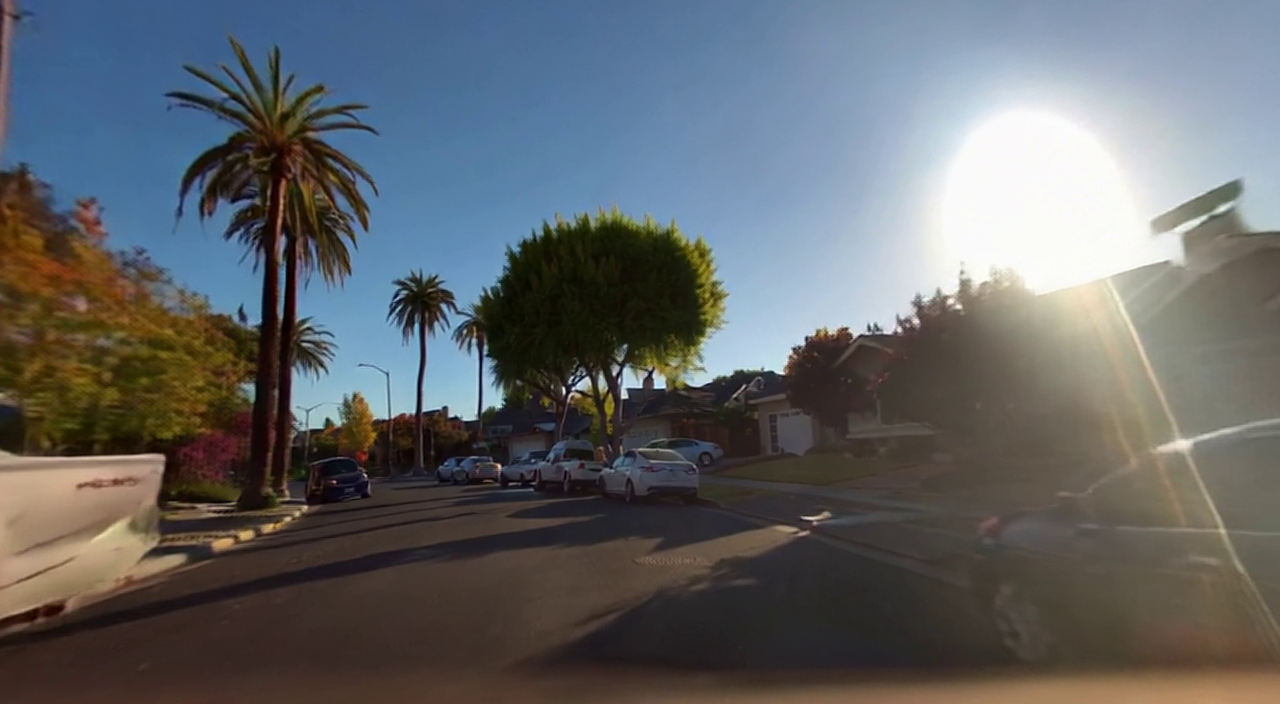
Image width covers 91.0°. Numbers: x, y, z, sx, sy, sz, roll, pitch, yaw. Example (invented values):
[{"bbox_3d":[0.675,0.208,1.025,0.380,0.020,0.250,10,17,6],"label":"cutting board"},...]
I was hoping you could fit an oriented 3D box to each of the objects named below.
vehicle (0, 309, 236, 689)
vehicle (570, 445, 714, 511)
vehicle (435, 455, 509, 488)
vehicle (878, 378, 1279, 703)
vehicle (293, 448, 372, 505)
[{"bbox_3d":[-5.014,0.919,3.277,2.337,2.289,6.092,-7,-8,-7],"label":"vehicle"},{"bbox_3d":[-0.152,3.295,17.197,2.108,1.503,4.977,3,-9,-23],"label":"vehicle"},{"bbox_3d":[-8.963,6.282,33.400,2.006,1.484,4.768,7,-11,-38],"label":"vehicle"},{"bbox_3d":[2.872,0.908,2.327,1.927,1.522,4.728,0,-8,-3],"label":"vehicle"},{"bbox_3d":[-12.120,4.808,24.636,2.026,1.816,4.532,1,-9,-36],"label":"vehicle"}]
